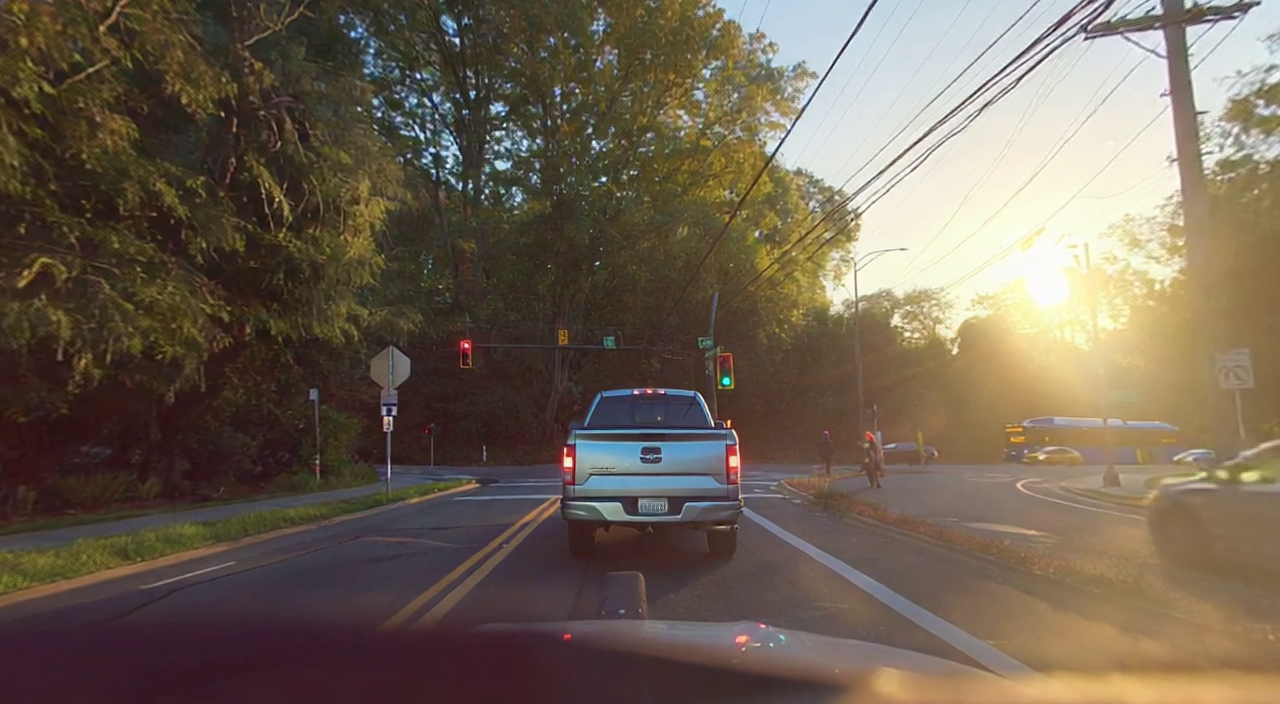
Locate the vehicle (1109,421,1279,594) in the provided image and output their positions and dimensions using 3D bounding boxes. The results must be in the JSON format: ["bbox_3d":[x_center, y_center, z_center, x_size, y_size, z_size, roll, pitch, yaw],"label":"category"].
[{"bbox_3d":[6.592,1.318,5.293,2.060,1.496,4.520,-1,-8,4],"label":"vehicle"}]

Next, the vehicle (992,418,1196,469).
[{"bbox_3d":[29.375,5.974,41.259,10.726,3.128,3.003,-1,-8,1],"label":"vehicle"}]

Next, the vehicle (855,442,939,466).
[{"bbox_3d":[16.689,6.636,41.208,4.578,1.490,1.935,-1,-8,3],"label":"vehicle"}]

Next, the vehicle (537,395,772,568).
[{"bbox_3d":[0.117,1.902,10.135,2.707,1.964,5.485,0,-8,-1],"label":"vehicle"}]
